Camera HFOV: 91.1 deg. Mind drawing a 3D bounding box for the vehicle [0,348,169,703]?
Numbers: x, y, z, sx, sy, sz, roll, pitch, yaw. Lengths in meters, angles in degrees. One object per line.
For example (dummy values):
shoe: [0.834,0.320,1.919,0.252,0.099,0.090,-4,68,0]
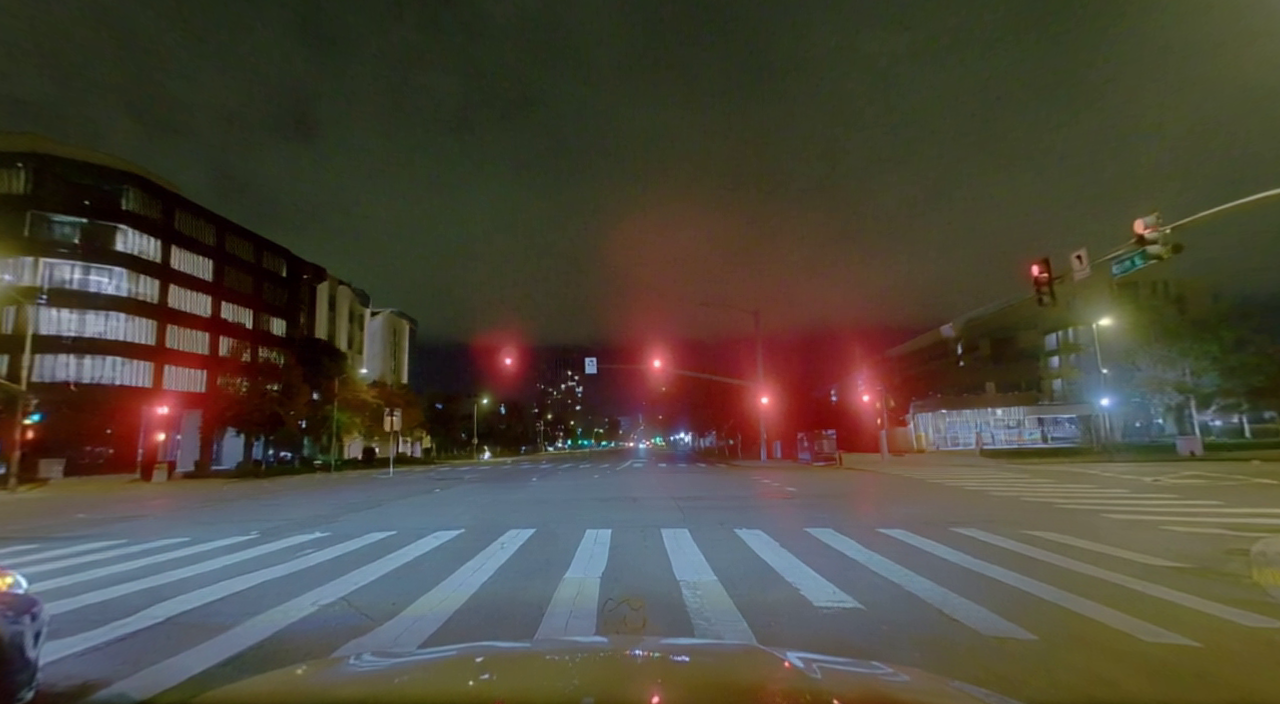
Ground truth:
vehicle: [-3.632,0.618,1.052,2.109,1.692,4.587,0,-8,0]
